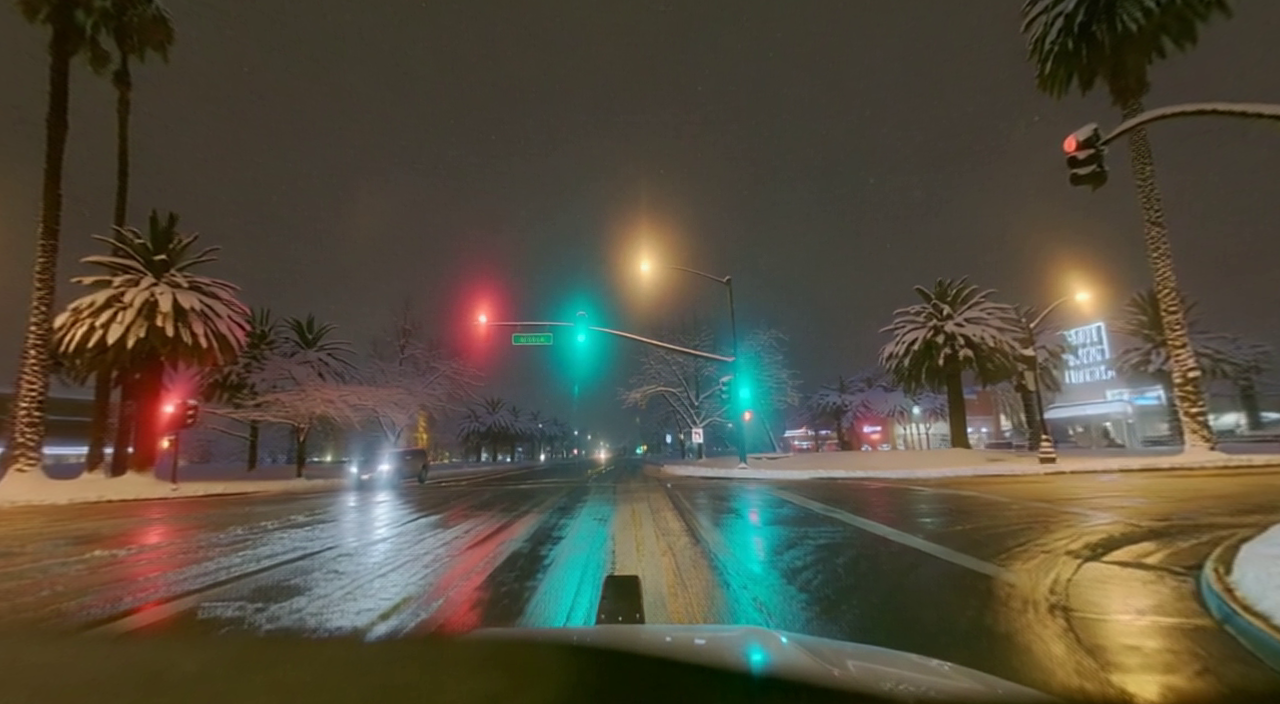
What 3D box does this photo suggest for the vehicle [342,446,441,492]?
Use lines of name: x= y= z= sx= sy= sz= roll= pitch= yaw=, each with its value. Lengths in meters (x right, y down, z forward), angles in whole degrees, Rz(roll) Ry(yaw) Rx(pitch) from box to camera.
vehicle: x=-10.731 y=5.061 z=27.661 sx=2.270 sy=1.833 sz=4.860 roll=0 pitch=-9 yaw=1
